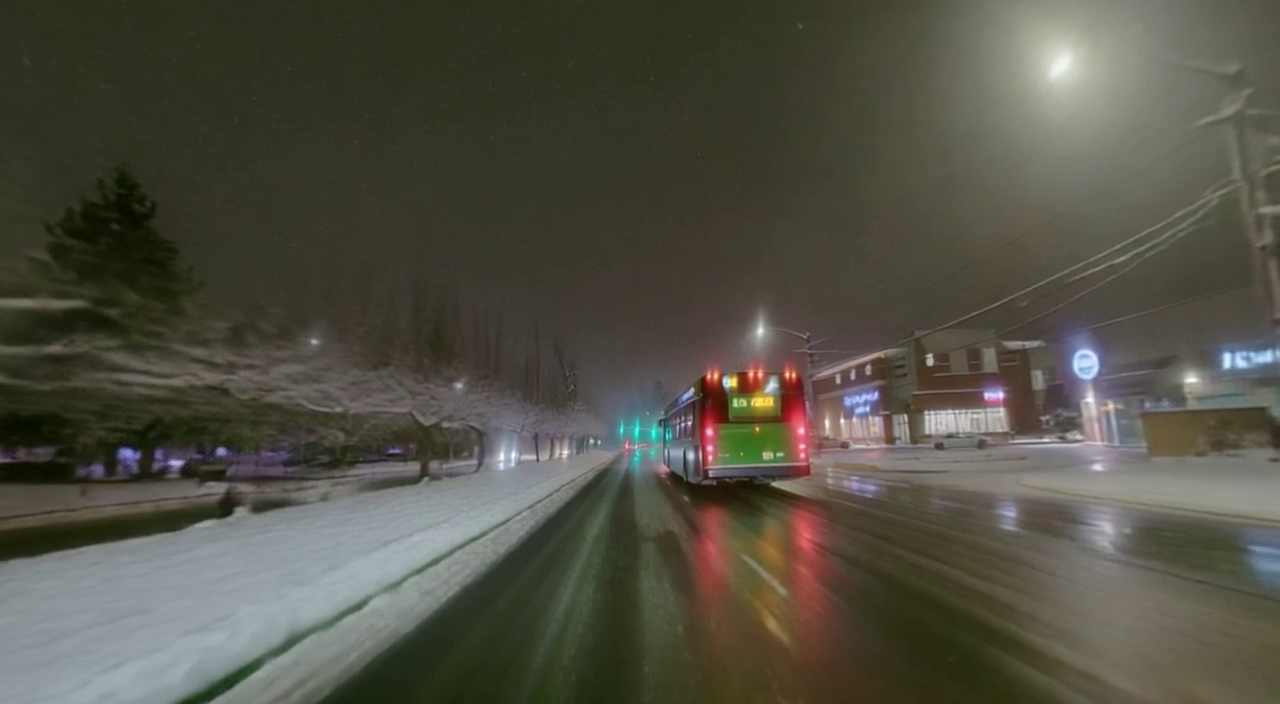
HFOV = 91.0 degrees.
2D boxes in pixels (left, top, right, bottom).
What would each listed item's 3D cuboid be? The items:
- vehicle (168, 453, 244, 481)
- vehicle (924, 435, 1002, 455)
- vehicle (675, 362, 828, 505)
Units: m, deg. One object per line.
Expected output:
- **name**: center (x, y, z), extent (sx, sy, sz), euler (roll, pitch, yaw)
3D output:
- **vehicle**: center (-32.142, 8.502, 46.818), extent (2.119, 1.714, 4.993), euler (-2, -8, 0)
- **vehicle**: center (23.854, 6.876, 46.591), extent (4.659, 1.434, 1.900), euler (-1, -8, 2)
- **vehicle**: center (2.824, 2.543, 19.278), extent (2.766, 3.306, 9.281), euler (0, -8, -1)
